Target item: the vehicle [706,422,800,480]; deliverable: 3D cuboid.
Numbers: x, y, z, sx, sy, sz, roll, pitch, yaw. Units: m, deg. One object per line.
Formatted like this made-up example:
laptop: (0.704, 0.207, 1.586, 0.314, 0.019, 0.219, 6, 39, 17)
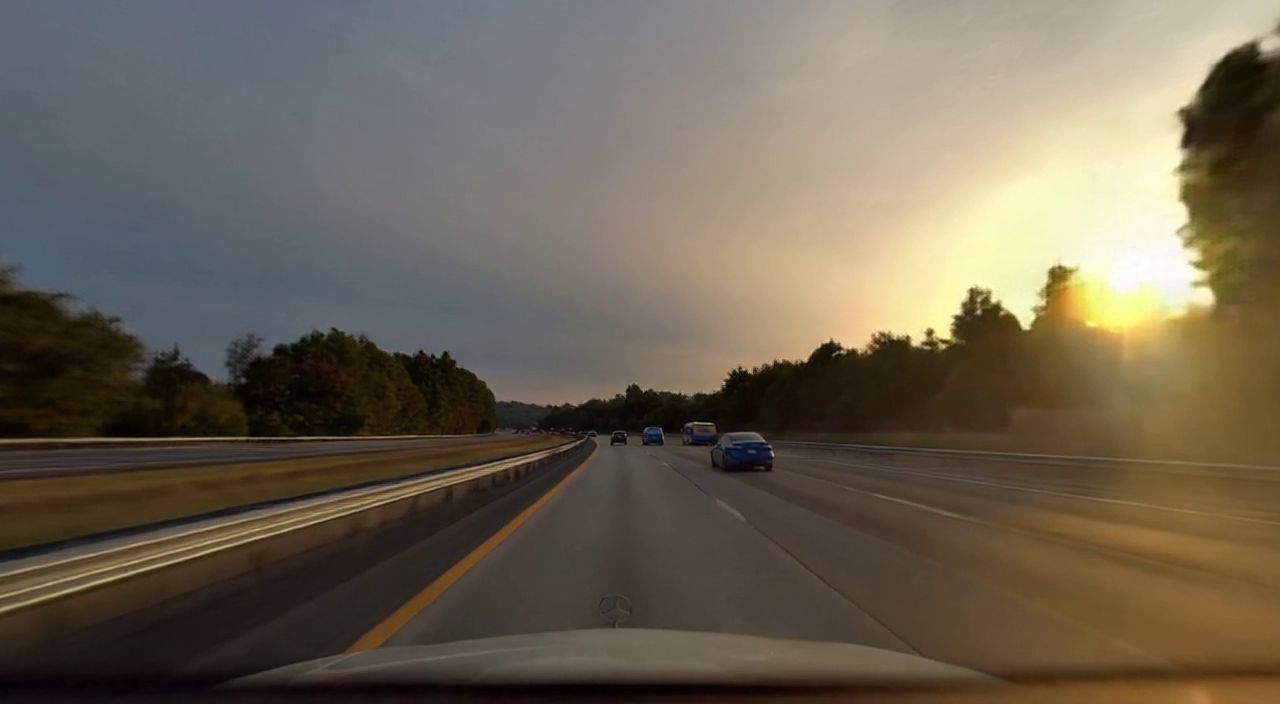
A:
vehicle: (3.309, 2.994, 19.315, 2.002, 1.569, 3.845, 0, -8, -3)
